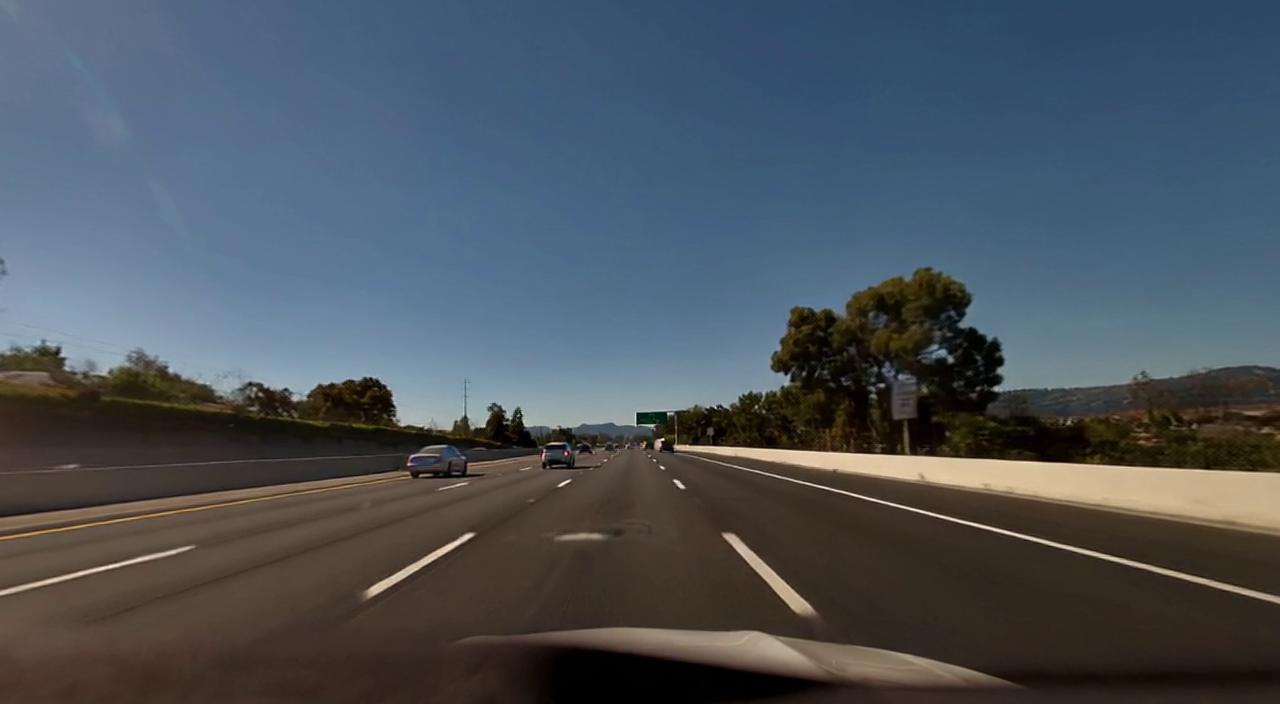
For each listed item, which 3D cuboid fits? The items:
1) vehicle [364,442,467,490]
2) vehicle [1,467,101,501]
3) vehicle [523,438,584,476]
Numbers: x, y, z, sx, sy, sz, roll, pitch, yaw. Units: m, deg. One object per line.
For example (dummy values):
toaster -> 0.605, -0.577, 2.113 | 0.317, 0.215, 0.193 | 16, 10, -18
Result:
vehicle -> -7.889, 4.004, 22.647 | 1.924, 1.519, 4.791 | -1, -8, 0
vehicle -> -31.519, 7.041, 33.826 | 1.715, 1.540, 3.744 | 0, -8, -1
vehicle -> -4.079, 5.017, 30.558 | 2.200, 1.662, 5.091 | -1, -8, 0
